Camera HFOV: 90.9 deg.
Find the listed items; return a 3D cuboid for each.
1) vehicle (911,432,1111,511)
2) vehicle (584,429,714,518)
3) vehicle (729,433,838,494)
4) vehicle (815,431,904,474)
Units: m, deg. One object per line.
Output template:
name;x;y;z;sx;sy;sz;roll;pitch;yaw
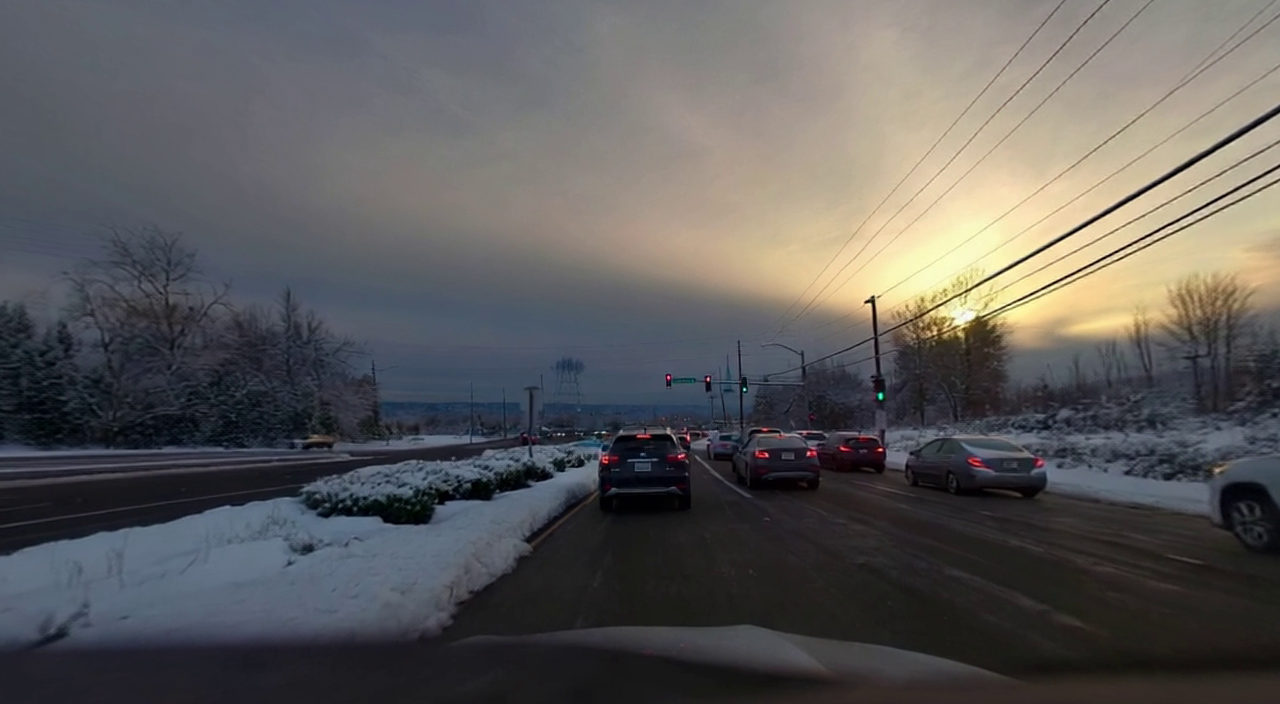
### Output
vehicle;8.010;2.603;14.232;1.905;1.483;4.469;-1;-8;2
vehicle;0.180;2.397;12.984;2.208;1.498;4.401;0;-8;1
vehicle;3.844;3.076;17.775;2.028;1.454;4.531;0;-8;1
vehicle;8.703;4.044;25.487;1.966;1.536;4.666;0;-8;1
